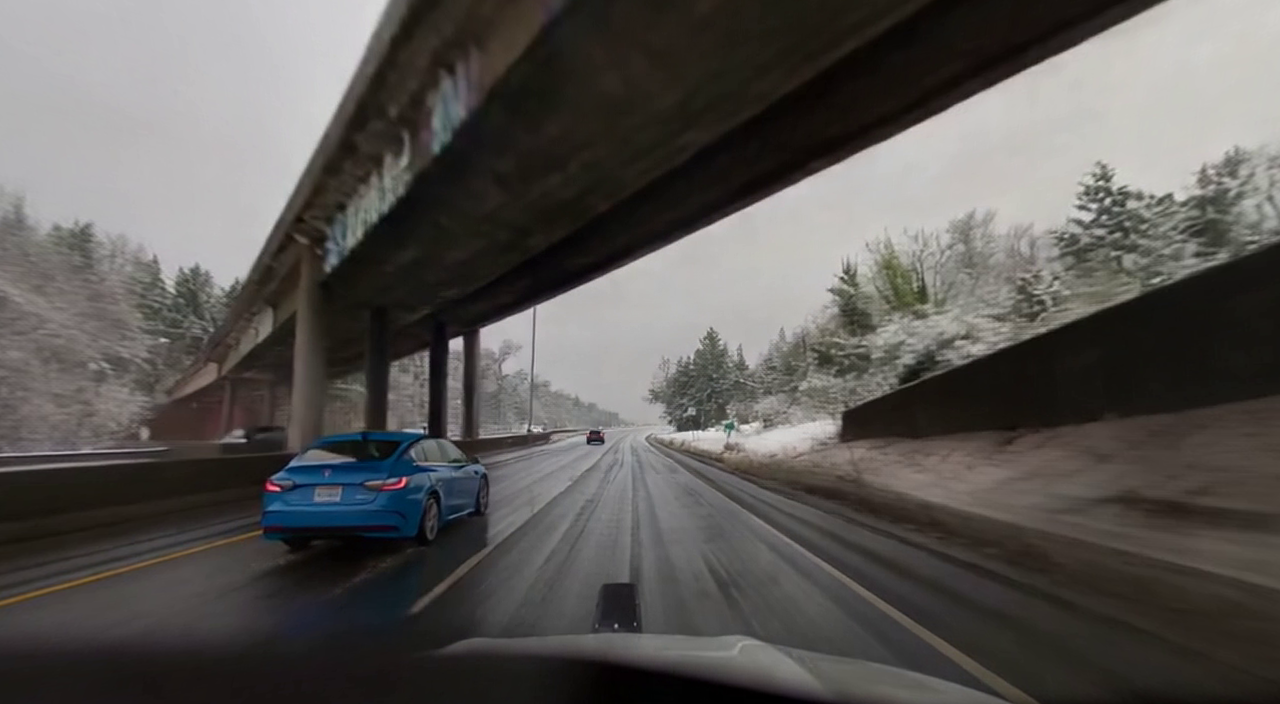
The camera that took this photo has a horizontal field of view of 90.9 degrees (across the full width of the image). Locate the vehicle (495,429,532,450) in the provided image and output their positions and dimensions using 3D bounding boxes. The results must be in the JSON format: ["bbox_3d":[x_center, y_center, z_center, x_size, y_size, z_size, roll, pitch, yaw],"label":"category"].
[{"bbox_3d":[-9.381,6.527,47.049,2.016,1.432,3.691,0,-8,0],"label":"vehicle"}]

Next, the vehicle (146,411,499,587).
[{"bbox_3d":[-3.345,1.614,7.951,2.108,1.555,4.574,0,-8,-1],"label":"vehicle"}]
